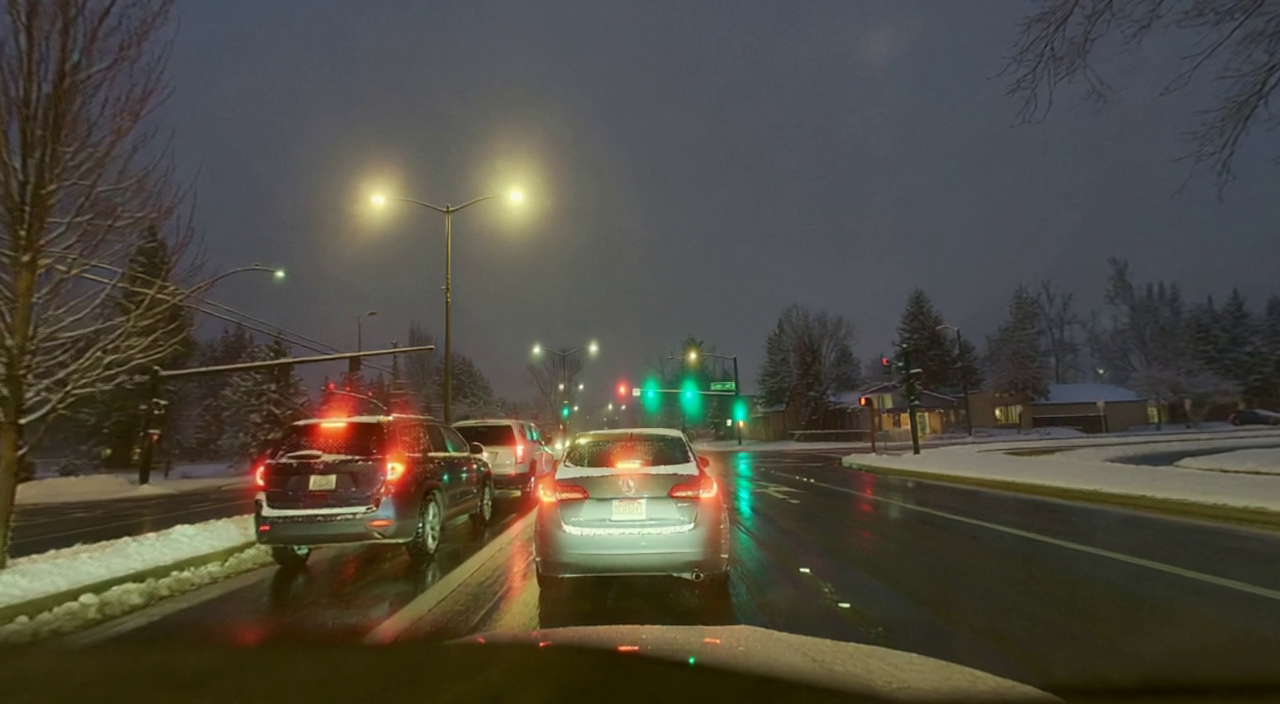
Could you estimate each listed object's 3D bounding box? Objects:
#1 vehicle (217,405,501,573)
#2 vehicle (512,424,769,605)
[{"bbox_3d":[-3.429,1.755,8.823,2.046,1.751,4.208,0,-8,-1],"label":"vehicle"},{"bbox_3d":[-0.052,1.646,7.308,2.126,1.475,3.967,0,-8,-2],"label":"vehicle"}]
